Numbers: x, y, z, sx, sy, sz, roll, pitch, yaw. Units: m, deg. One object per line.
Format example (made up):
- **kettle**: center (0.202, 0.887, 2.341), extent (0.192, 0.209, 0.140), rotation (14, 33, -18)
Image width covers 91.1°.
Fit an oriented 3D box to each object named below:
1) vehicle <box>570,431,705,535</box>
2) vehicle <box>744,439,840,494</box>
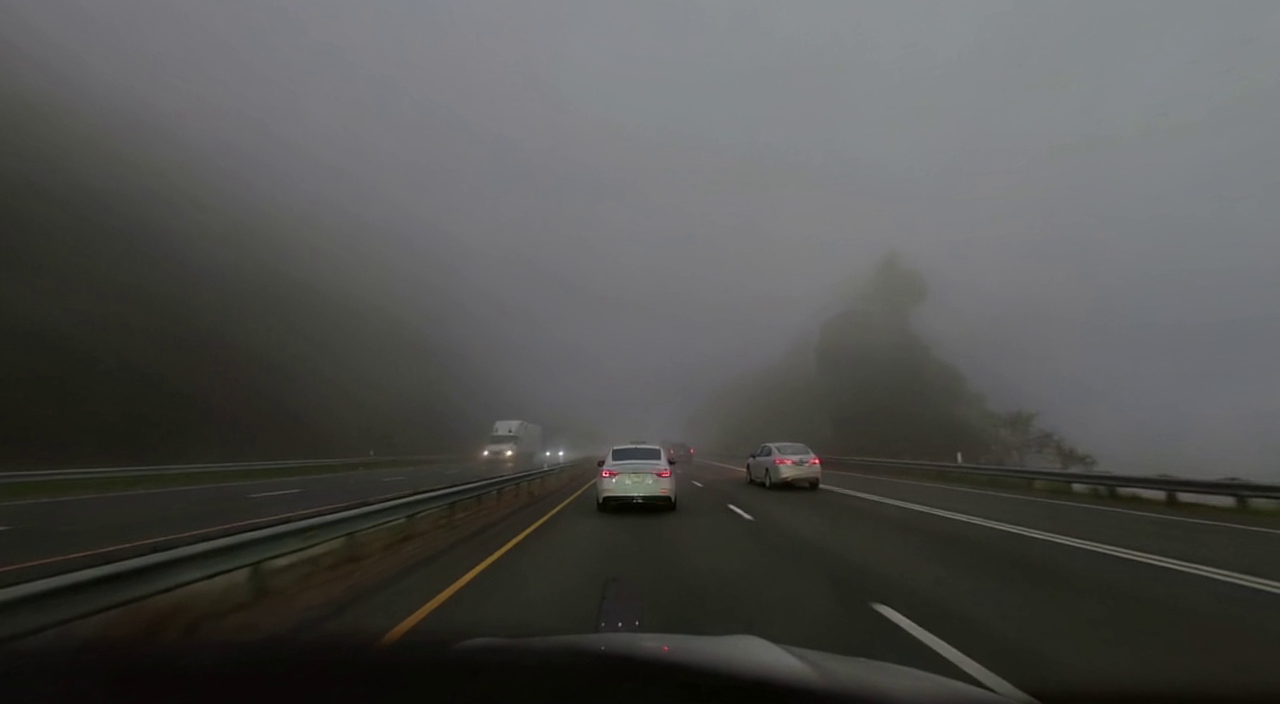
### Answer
- **vehicle**: center (-0.077, 2.322, 11.657), extent (2.088, 1.580, 3.657), rotation (0, -9, -1)
- **vehicle**: center (4.631, 3.537, 19.783), extent (1.931, 1.516, 3.995), rotation (0, -9, -1)
